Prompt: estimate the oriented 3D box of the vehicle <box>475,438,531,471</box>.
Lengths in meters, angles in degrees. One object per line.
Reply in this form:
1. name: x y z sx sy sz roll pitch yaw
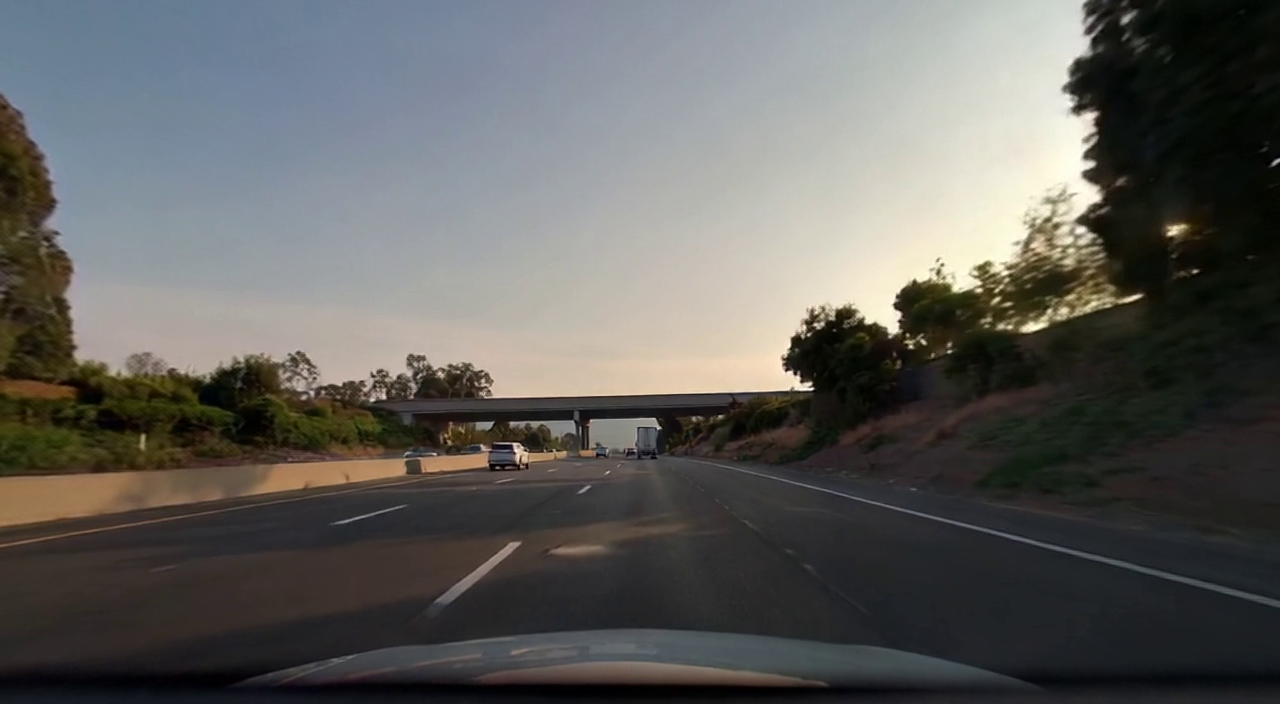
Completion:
1. vehicle: -7.308 5.507 34.048 1.981 1.685 4.171 0 -8 1
